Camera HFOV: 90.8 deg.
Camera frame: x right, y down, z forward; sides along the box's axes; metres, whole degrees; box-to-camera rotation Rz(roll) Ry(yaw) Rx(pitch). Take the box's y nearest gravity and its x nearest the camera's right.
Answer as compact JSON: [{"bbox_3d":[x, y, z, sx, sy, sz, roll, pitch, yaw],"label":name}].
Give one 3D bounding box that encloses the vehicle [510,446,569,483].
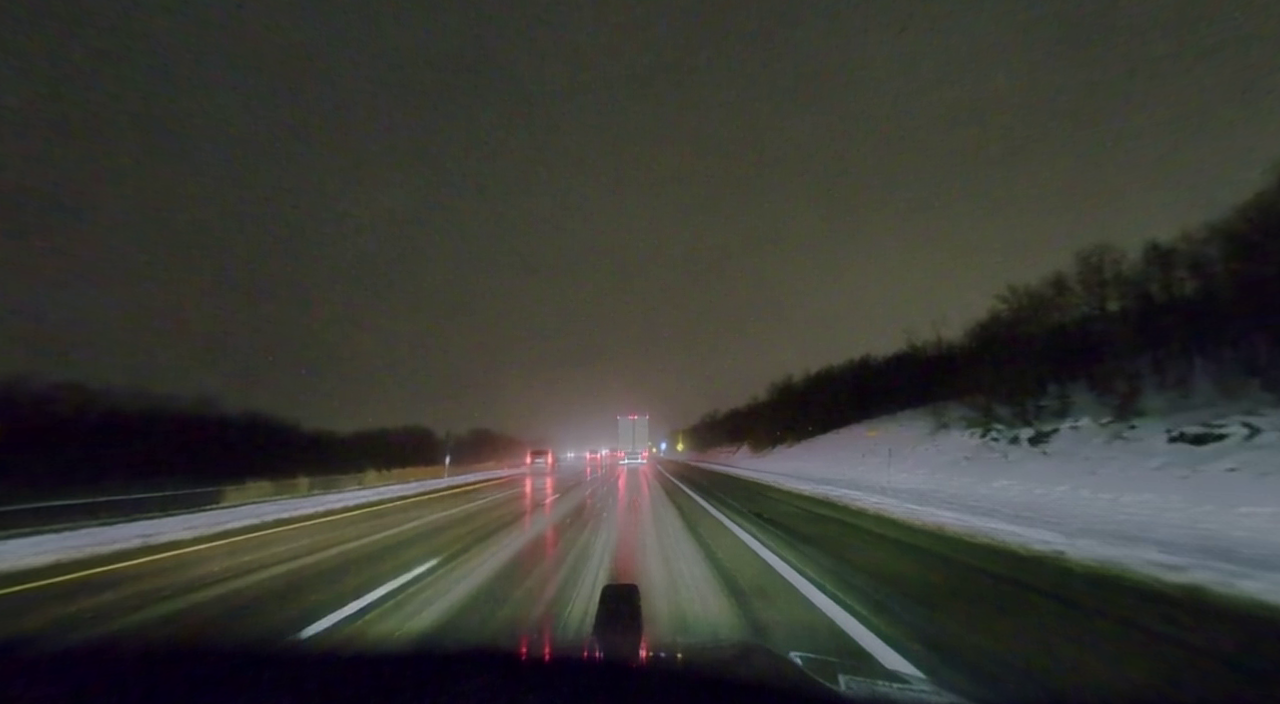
[{"bbox_3d":[-4.424,5.019,28.438,1.978,1.507,4.062,0,-9,1],"label":"vehicle"}]
